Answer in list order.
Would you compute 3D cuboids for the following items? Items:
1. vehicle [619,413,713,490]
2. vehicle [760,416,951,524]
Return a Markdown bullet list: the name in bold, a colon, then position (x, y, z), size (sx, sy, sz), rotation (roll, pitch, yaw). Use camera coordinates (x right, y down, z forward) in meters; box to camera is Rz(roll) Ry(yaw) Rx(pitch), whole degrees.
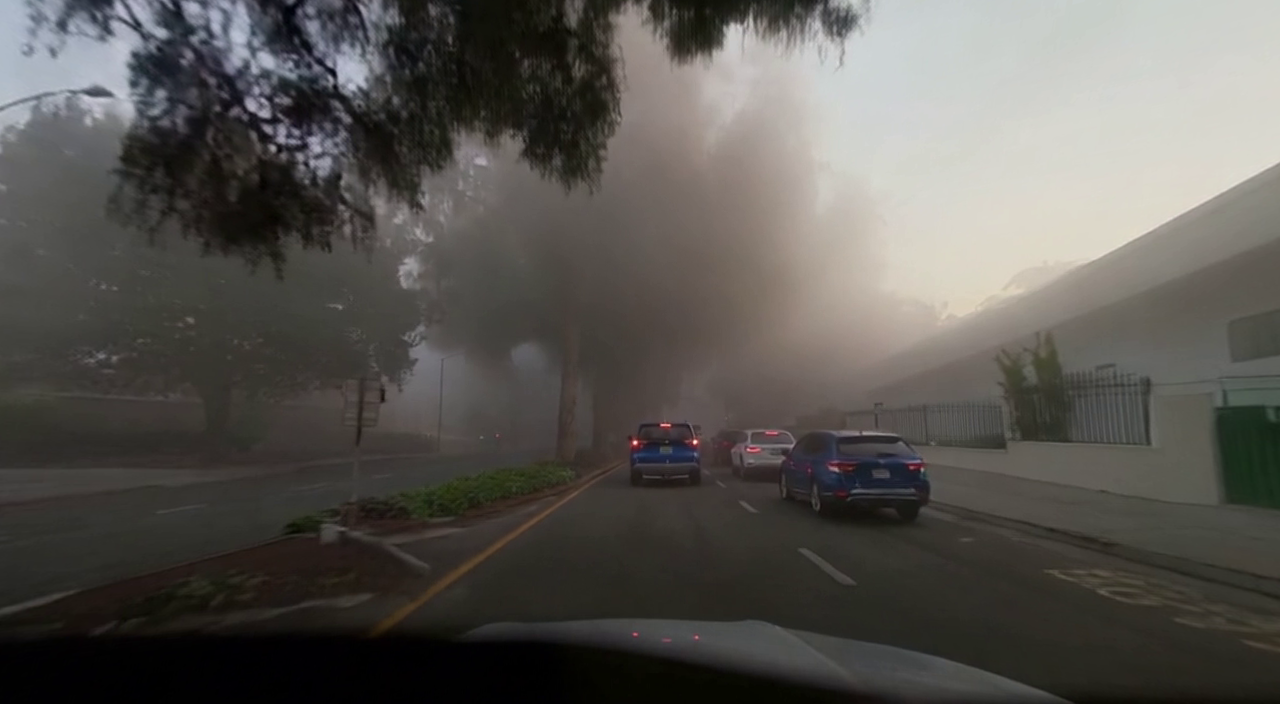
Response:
- **vehicle**: position (0.724, 2.859, 18.267), size (2.386, 1.947, 4.168), rotation (-1, -8, 2)
- **vehicle**: position (3.909, 2.259, 12.560), size (2.138, 1.699, 4.852), rotation (0, -8, 1)
